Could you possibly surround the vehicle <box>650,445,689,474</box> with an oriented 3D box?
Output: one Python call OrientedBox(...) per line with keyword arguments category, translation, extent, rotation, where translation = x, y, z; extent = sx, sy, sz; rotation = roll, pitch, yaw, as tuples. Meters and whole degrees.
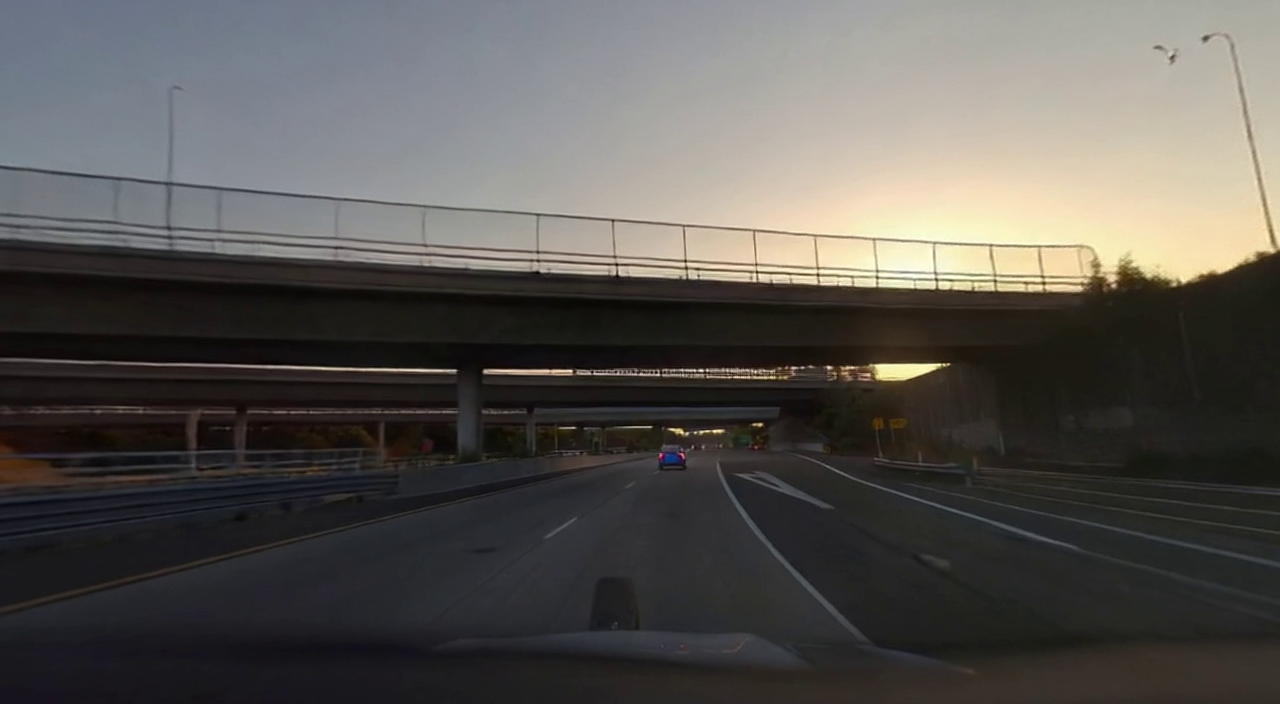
OrientedBox(category="vehicle", translation=(1.673, 5.869, 34.549), extent=(2.028, 1.440, 3.970), rotation=(-1, -8, 4))
